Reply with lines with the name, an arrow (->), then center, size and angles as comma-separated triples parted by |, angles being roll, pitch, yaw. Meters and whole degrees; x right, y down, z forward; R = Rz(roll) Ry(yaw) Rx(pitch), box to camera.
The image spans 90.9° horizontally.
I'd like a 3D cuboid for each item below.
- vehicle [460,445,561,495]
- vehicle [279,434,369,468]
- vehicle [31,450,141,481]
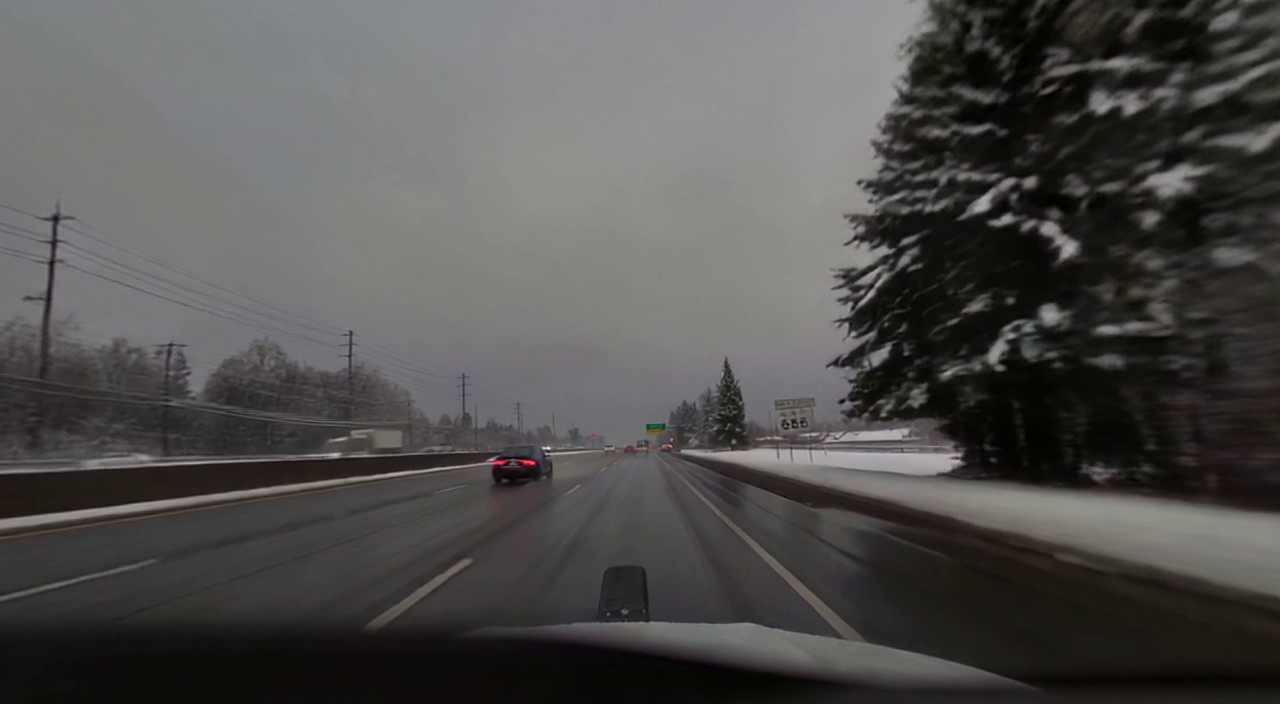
vehicle -> -3.817, 3.573, 19.517 | 2.048, 1.368, 4.613 | 0, -9, 1
vehicle -> -18.308, 5.789, 36.950 | 2.287, 1.829, 5.763 | 0, -9, 0
vehicle -> -29.633, 6.070, 33.951 | 1.838, 1.497, 4.494 | 0, -9, 0
